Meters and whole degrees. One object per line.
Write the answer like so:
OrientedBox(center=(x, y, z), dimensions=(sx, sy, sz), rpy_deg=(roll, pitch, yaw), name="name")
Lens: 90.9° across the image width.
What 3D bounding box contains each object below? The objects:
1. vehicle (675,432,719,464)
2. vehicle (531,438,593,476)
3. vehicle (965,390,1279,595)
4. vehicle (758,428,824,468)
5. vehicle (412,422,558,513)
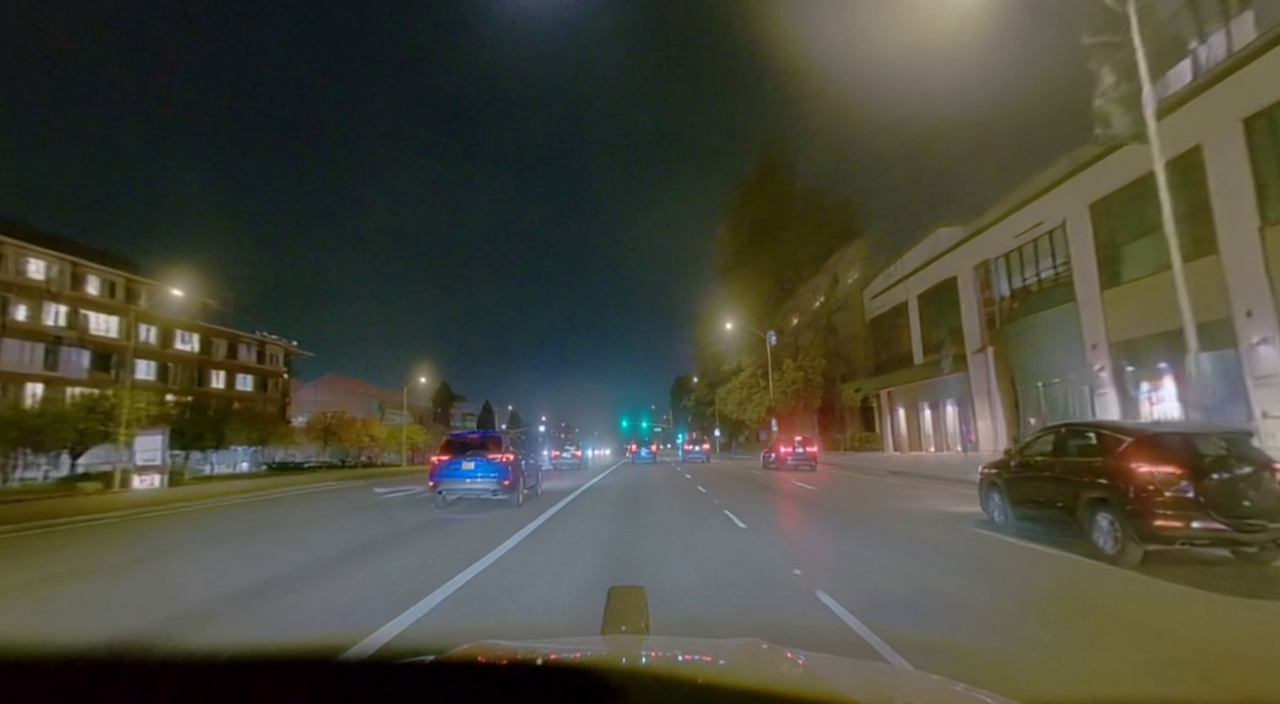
OrientedBox(center=(3.414, 5.918, 38.840), dimensions=(2.178, 1.804, 4.766), rpy_deg=(0, -8, -1), name="vehicle")
OrientedBox(center=(-3.300, 4.542, 27.499), dimensions=(2.036, 1.465, 4.301), rpy_deg=(-1, -8, 1), name="vehicle")
OrientedBox(center=(6.010, 1.472, 7.455), dimensions=(2.088, 1.666, 4.512), rpy_deg=(-1, -8, 3), name="vehicle")
OrientedBox(center=(7.291, 4.705, 30.868), dimensions=(2.076, 1.793, 4.464), rpy_deg=(0, -8, 0), name="vehicle")
OrientedBox(center=(-3.238, 2.523, 14.247), dimensions=(2.141, 1.719, 4.379), rpy_deg=(0, -8, 1), name="vehicle")
